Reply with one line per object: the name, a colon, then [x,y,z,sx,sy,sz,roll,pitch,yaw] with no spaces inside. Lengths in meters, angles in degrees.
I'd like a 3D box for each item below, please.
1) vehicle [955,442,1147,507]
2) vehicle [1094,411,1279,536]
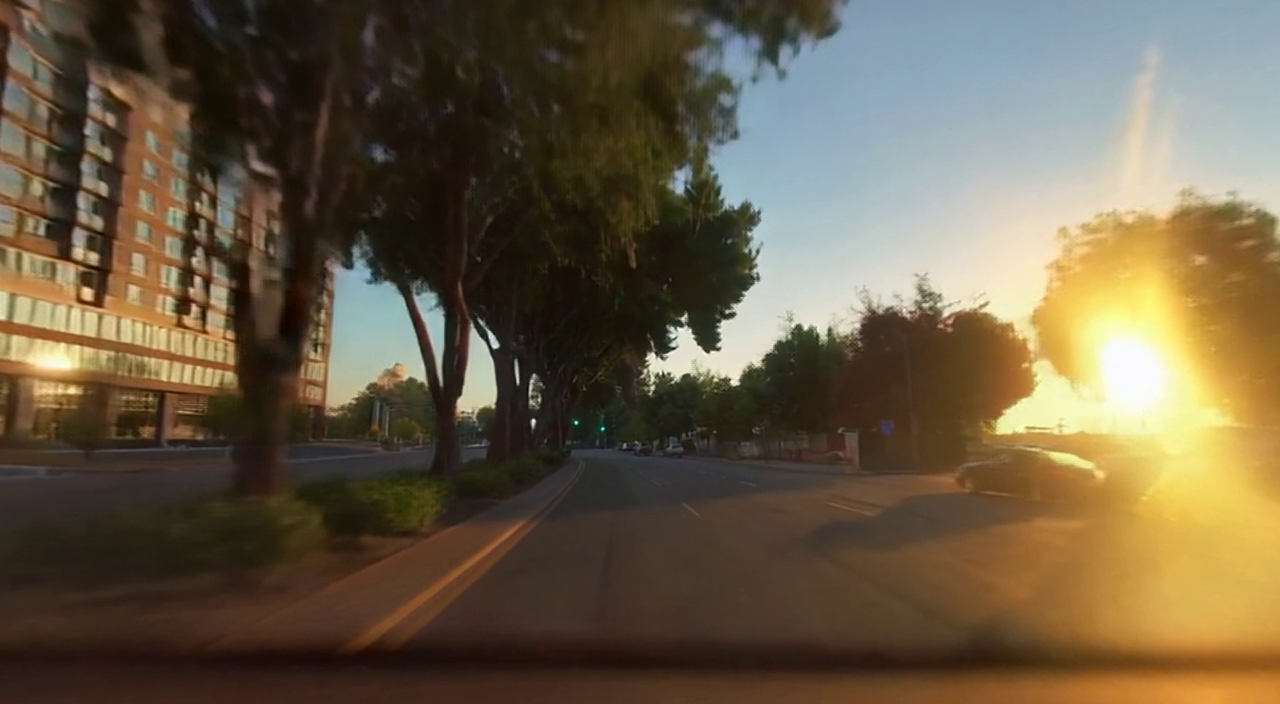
vehicle: [10.480,3.116,16.644,1.891,1.460,4.514,0,-9,-2]
vehicle: [10.585,1.959,10.426,2.211,1.831,5.275,0,-9,0]
